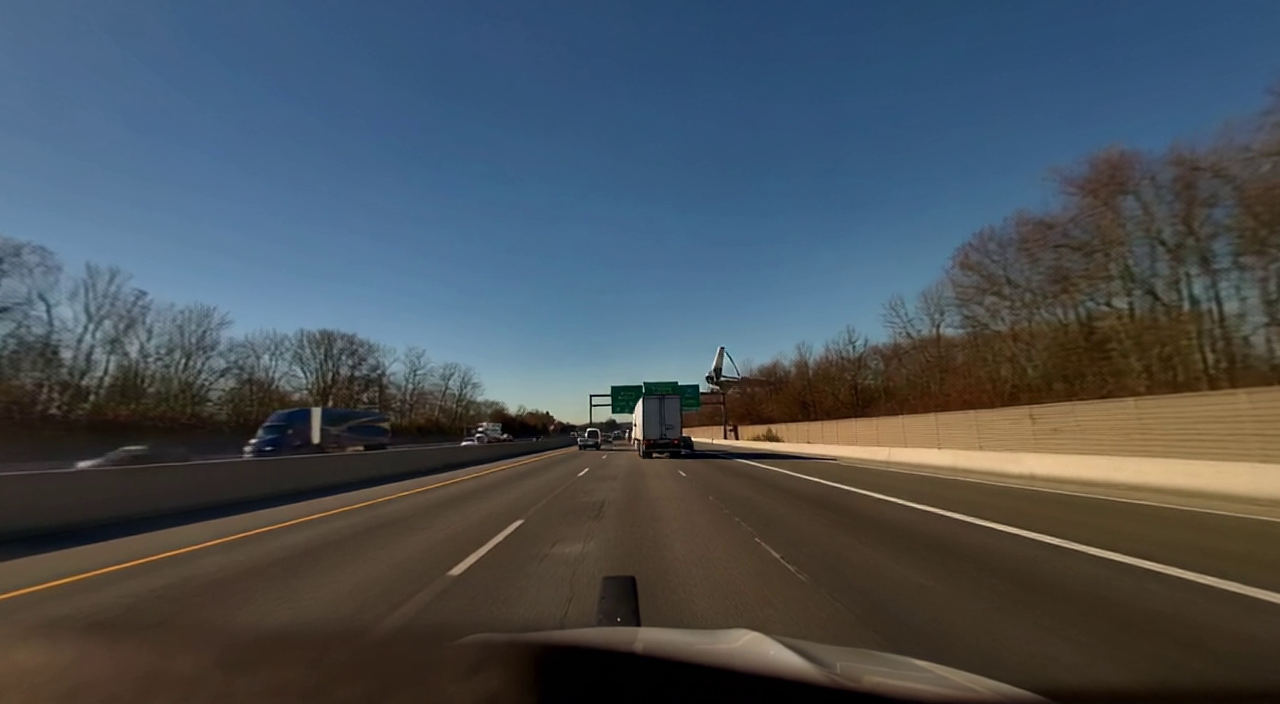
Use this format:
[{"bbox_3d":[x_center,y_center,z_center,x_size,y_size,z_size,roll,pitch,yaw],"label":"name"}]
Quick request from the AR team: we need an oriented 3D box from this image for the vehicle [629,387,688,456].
[{"bbox_3d":[0.913,5.106,44.543,2.965,3.972,16.689,0,-8,-3],"label":"vehicle"}]

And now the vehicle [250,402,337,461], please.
[{"bbox_3d":[-25.974,6.031,47.512,2.950,4.128,6.211,0,-7,0],"label":"vehicle"}]

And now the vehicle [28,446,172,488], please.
[{"bbox_3d":[-22.001,4.661,25.916,1.849,1.473,4.642,0,-7,0],"label":"vehicle"}]
